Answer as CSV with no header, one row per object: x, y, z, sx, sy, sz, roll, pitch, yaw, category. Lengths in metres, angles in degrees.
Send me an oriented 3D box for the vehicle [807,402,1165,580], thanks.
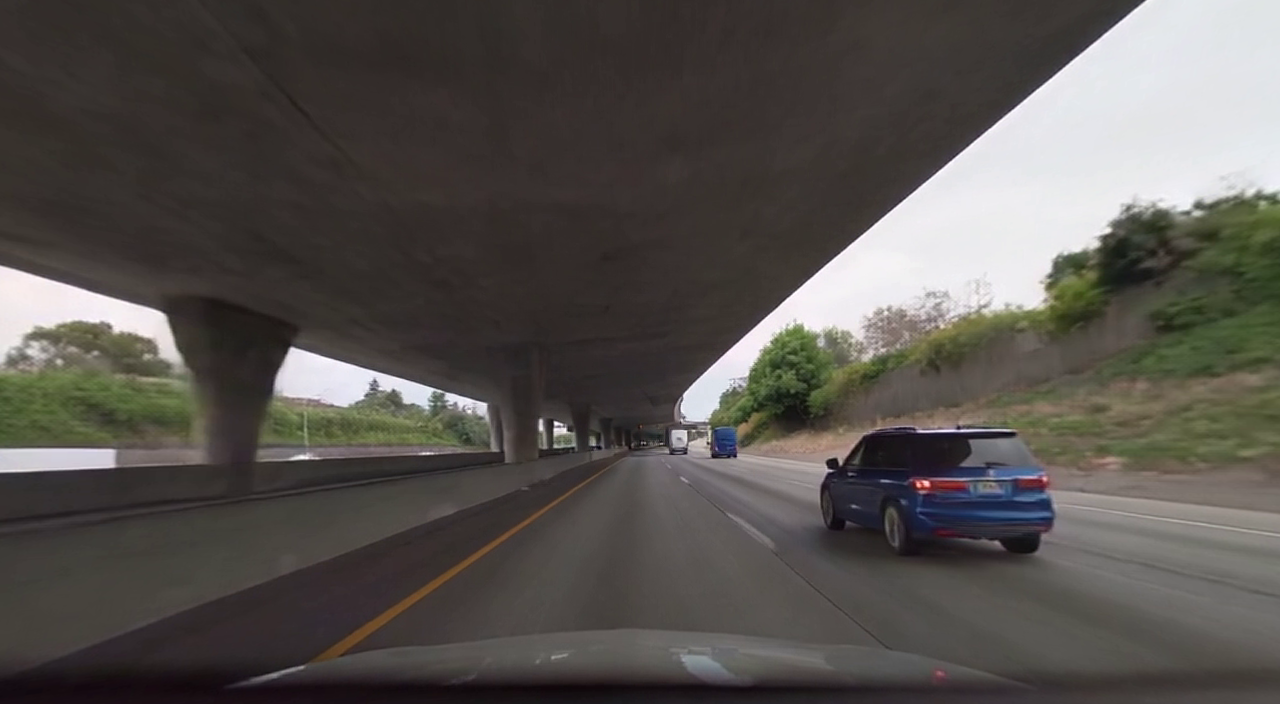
3.933,1.666,8.352,2.148,1.691,4.443,0,-8,-1,vehicle
